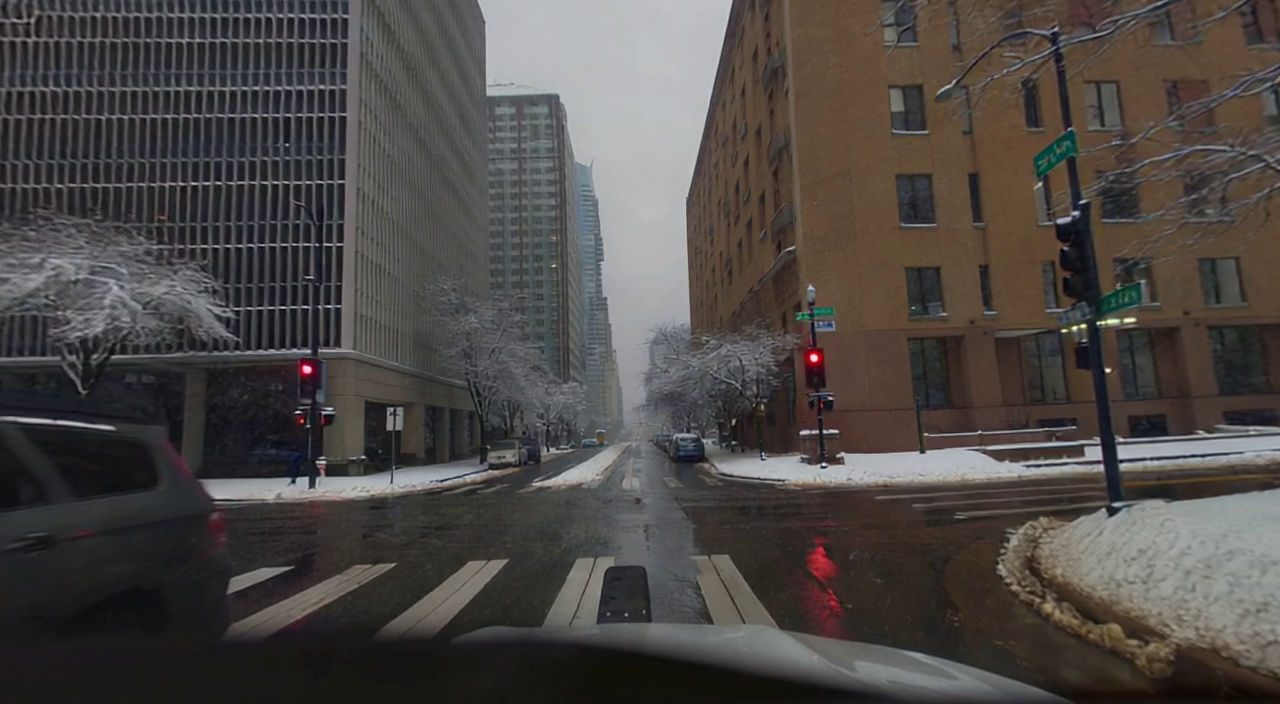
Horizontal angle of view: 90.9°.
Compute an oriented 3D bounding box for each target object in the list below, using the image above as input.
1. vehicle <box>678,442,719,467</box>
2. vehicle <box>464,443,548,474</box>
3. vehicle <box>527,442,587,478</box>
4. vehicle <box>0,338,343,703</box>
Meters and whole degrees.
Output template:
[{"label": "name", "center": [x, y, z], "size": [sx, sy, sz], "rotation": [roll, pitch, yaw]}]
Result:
[{"label": "vehicle", "center": [3.539, 6.273, 38.868], "size": [1.853, 1.426, 4.160], "rotation": [1, -8, -3]}, {"label": "vehicle", "center": [-8.021, 6.349, 38.014], "size": [4.526, 1.726, 1.963], "rotation": [8, -12, -44]}, {"label": "vehicle", "center": [-3.667, 4.842, 28.652], "size": [1.989, 1.481, 4.500], "rotation": [0, -8, 1]}, {"label": "vehicle", "center": [-3.224, 0.786, 1.785], "size": [1.958, 1.751, 4.393], "rotation": [-2, -9, 12]}]
